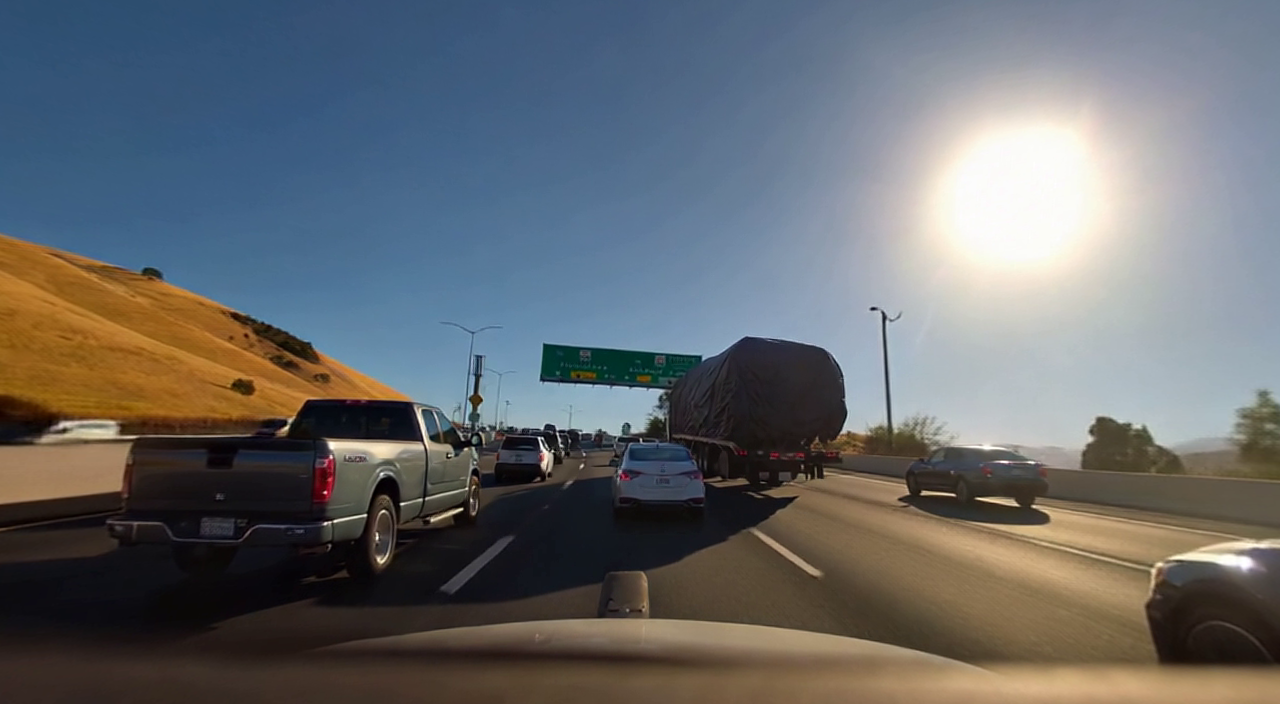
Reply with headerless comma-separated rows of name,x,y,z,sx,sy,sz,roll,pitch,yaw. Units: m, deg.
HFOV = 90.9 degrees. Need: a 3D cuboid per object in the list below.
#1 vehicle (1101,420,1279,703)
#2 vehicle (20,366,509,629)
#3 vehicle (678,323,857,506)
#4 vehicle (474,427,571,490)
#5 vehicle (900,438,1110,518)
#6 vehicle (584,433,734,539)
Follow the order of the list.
vehicle,3.588,0.783,0.987,2.169,1.447,4.817,0,-8,1
vehicle,-3.286,1.432,7.328,2.318,1.902,5.374,0,-8,1
vehicle,3.176,2.151,19.618,2.759,4.098,10.906,0,-8,-3
vehicle,-3.707,3.465,20.992,2.348,1.821,5.061,0,-8,-1
vehicle,7.768,2.684,14.030,2.092,1.495,4.194,0,-8,-1
vehicle,0.220,2.177,10.924,2.105,1.471,3.978,0,-8,-1
